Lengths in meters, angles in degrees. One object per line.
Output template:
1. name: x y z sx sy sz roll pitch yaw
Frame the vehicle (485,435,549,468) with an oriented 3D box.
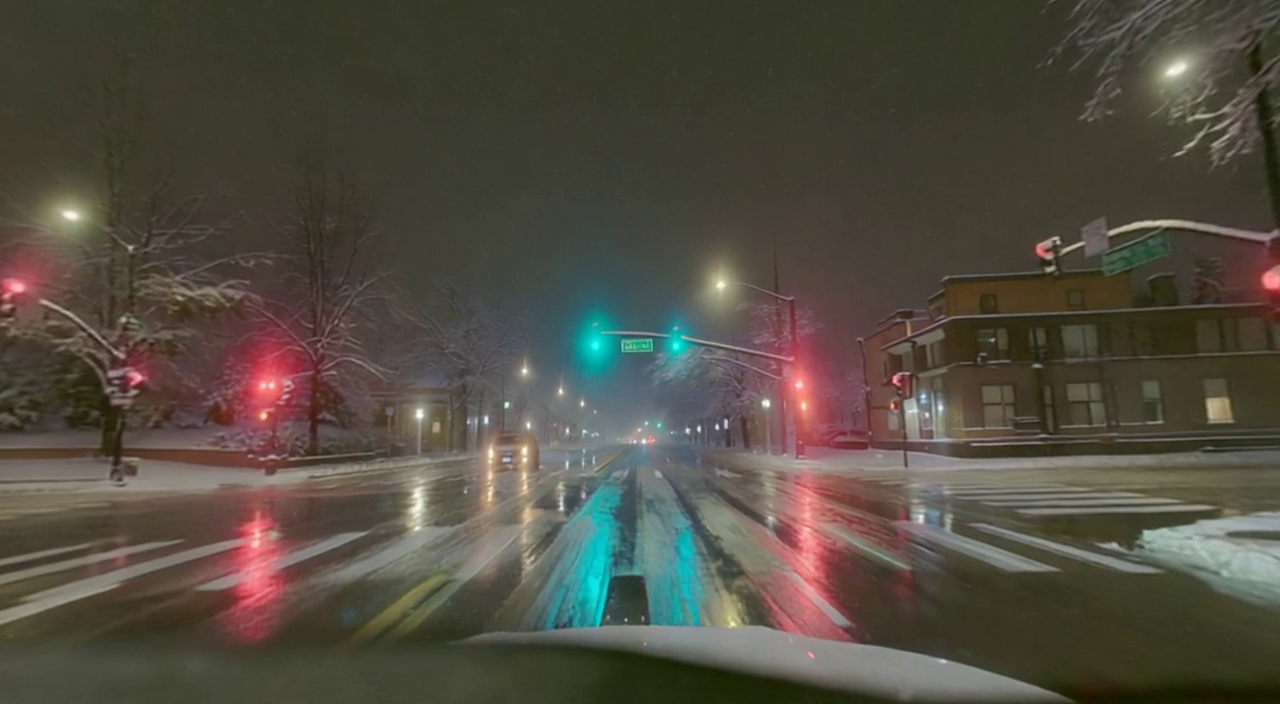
1. vehicle: -5.767 4.714 30.115 2.127 1.473 4.428 0 -8 1
